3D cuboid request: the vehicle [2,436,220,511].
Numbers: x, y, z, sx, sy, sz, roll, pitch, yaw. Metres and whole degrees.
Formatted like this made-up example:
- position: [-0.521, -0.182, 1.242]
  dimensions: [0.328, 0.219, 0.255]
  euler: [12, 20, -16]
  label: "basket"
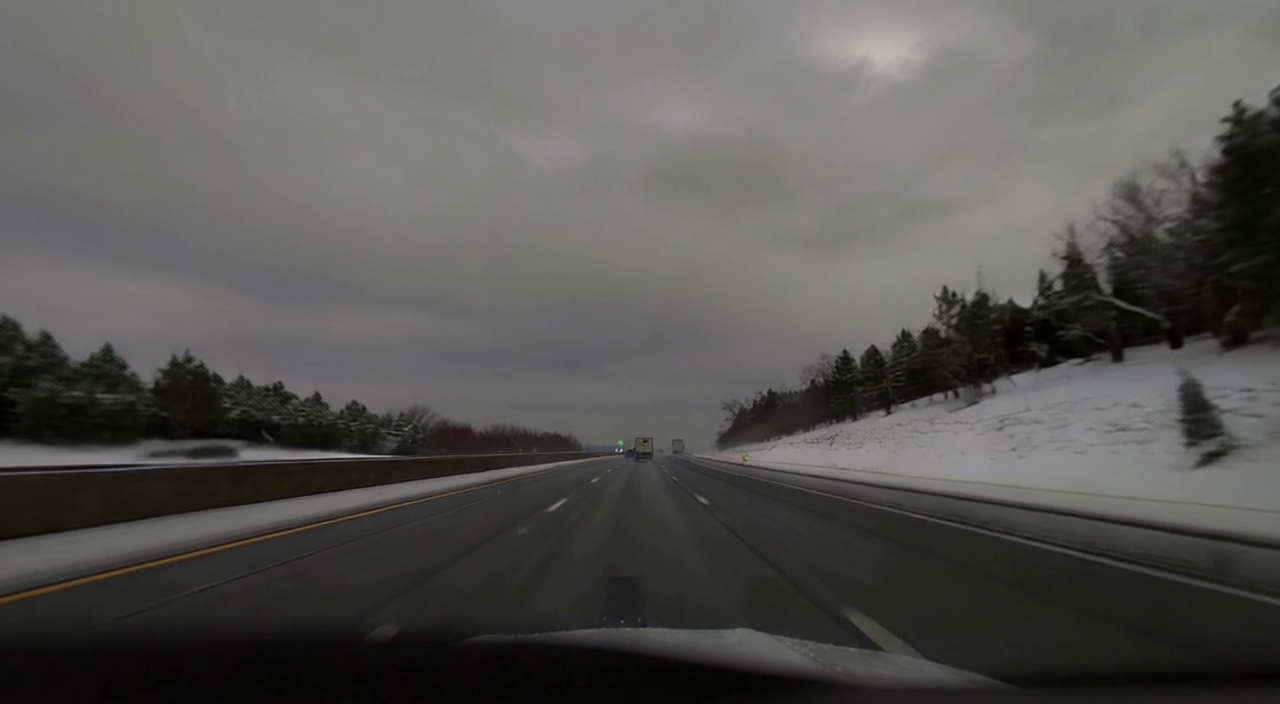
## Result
- position: [-15.383, 3.534, 18.863]
  dimensions: [2.011, 1.912, 5.110]
  euler: [0, -9, 0]
  label: "vehicle"
